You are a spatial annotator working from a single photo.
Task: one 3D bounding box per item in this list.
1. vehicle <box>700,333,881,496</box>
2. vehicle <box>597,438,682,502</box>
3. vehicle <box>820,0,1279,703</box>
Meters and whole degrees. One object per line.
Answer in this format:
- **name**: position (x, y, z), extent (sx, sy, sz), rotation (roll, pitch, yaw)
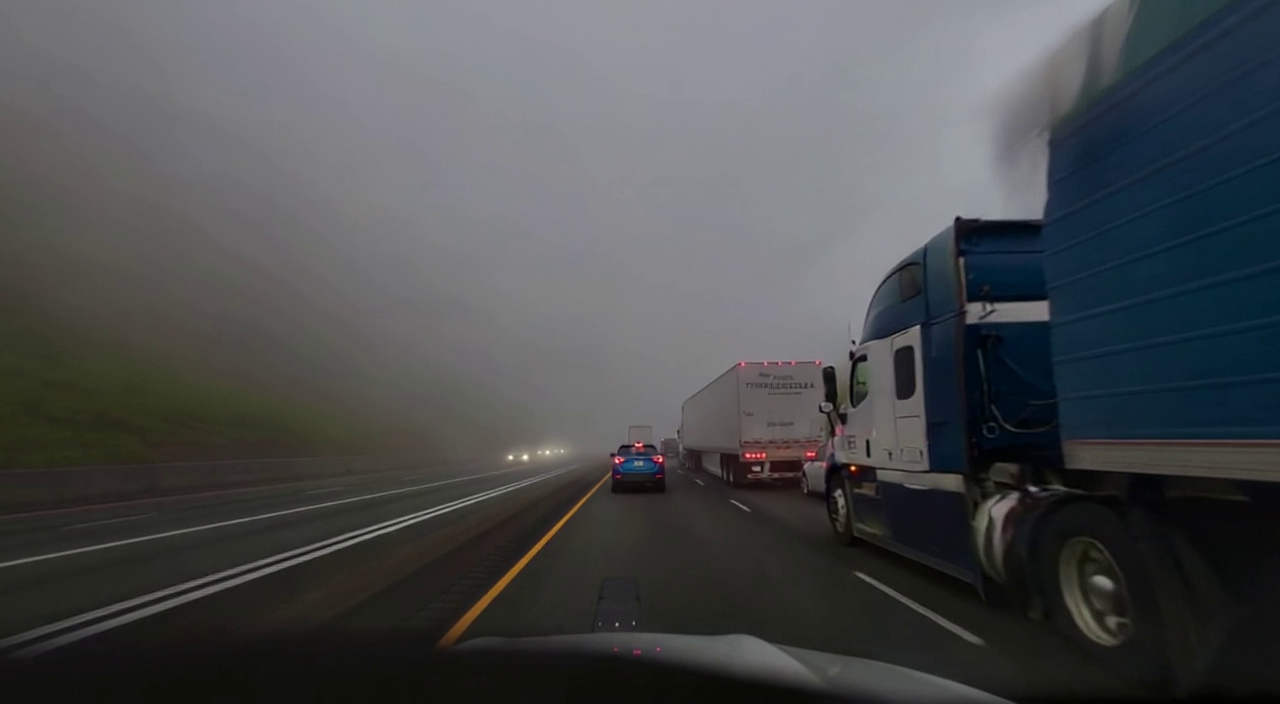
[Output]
- **vehicle**: position (4.358, 2.282, 21.317), extent (3.235, 4.197, 9.908), rotation (0, -8, -2)
- **vehicle**: position (-0.049, 3.099, 17.017), extent (2.045, 1.507, 3.763), rotation (0, -8, -1)
- **vehicle**: position (4.229, 0.143, 5.442), extent (3.150, 4.051, 6.527), rotation (0, -8, -2)
